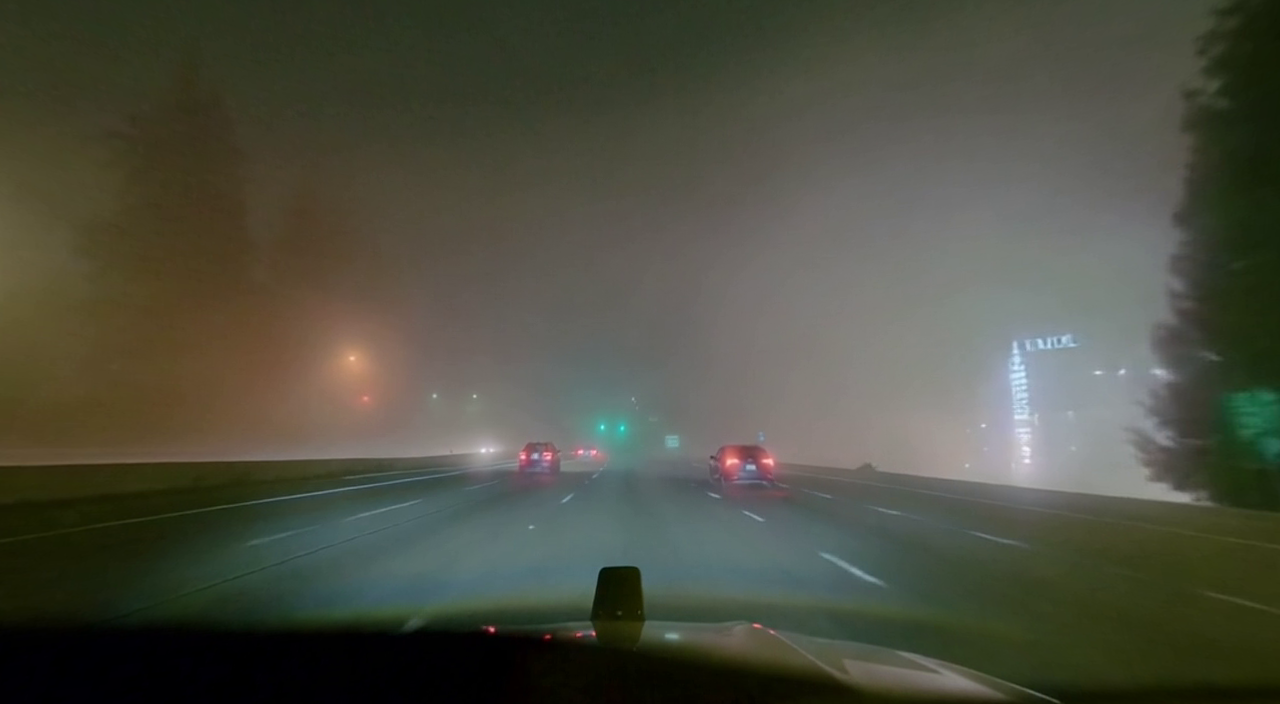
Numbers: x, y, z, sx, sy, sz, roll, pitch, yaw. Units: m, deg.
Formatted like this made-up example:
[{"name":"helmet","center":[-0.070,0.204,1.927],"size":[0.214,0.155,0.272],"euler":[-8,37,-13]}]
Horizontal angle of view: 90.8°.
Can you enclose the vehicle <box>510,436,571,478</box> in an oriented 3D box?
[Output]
[{"name":"vehicle","center":[-4.590,4.922,29.900],"size":[2.176,1.779,4.755],"euler":[0,-8,0]}]

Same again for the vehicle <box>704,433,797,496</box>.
[{"name":"vehicle","center":[3.218,3.372,19.336],"size":[1.997,1.686,4.247],"euler":[0,-8,-1]}]
